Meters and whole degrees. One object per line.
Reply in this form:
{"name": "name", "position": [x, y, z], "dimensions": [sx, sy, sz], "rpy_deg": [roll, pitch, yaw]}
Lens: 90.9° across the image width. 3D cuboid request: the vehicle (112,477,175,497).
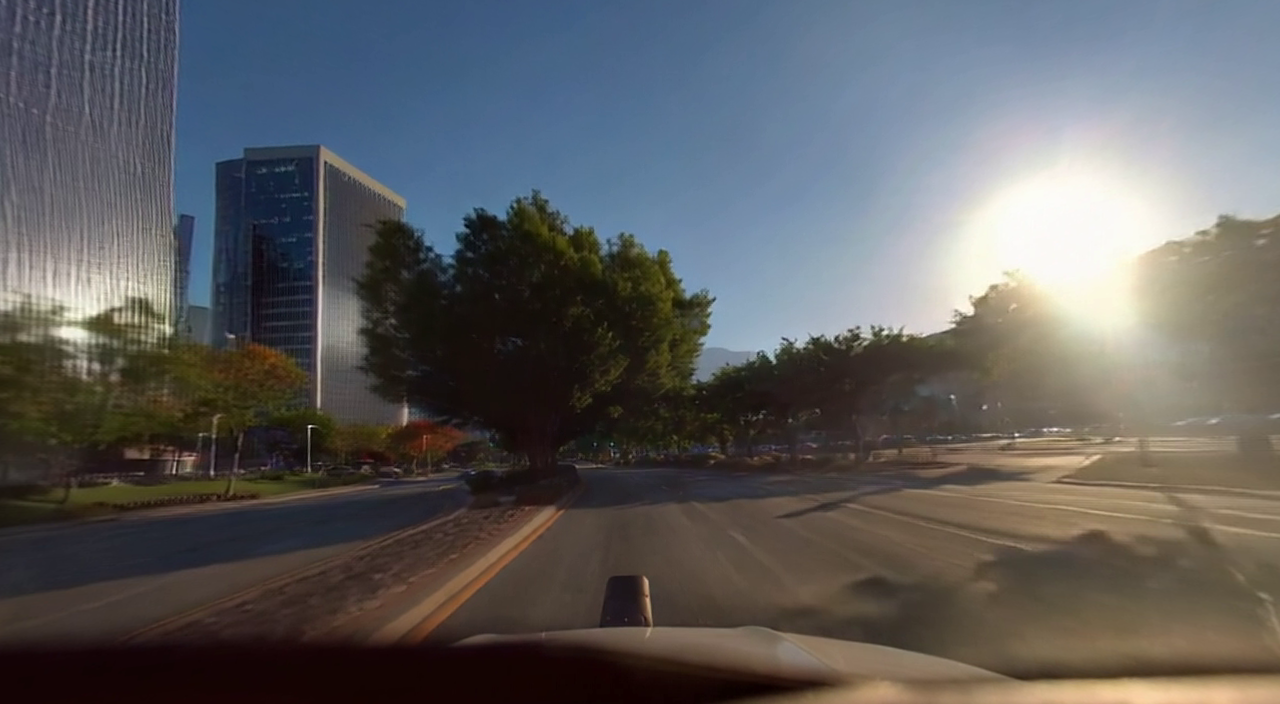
{"name": "vehicle", "position": [-37.645, 10.234, 47.841], "dimensions": [3.285, 1.346, 1.605], "rpy_deg": [2, -8, -12]}
